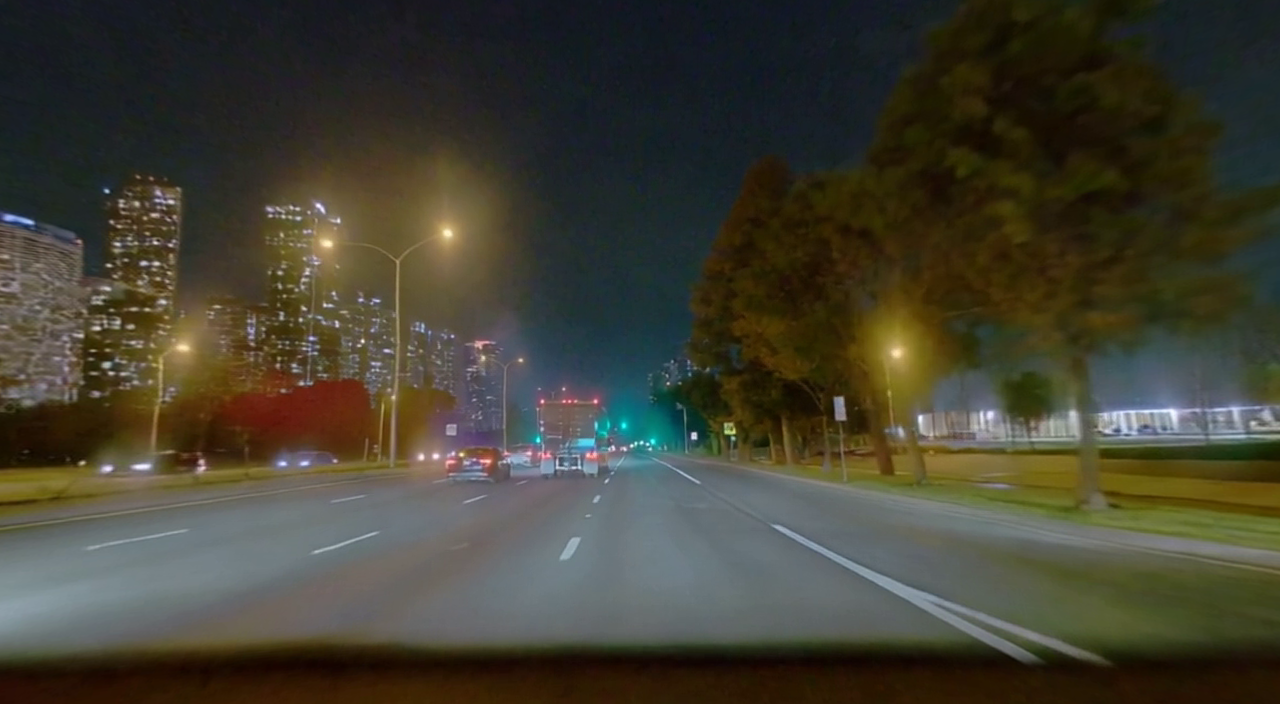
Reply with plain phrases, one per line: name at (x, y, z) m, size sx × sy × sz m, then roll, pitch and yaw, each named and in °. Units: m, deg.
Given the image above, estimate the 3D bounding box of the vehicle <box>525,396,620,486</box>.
vehicle at (-2.411, 3.561, 24.901) m, size 2.993 × 3.051 × 6.692 m, roll 0°, pitch -9°, yaw 0°

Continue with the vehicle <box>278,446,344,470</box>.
vehicle at (-21.987, 7.107, 42.175) m, size 1.887 × 1.488 × 4.759 m, roll 0°, pitch -9°, yaw 0°

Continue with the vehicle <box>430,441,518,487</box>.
vehicle at (-5.804, 3.956, 22.471) m, size 2.023 × 1.483 × 4.143 m, roll 0°, pitch -9°, yaw 0°

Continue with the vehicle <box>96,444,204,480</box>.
vehicle at (-25.486, 5.735, 32.931) m, size 1.937 × 1.706 × 4.617 m, roll 0°, pitch -9°, yaw 0°
